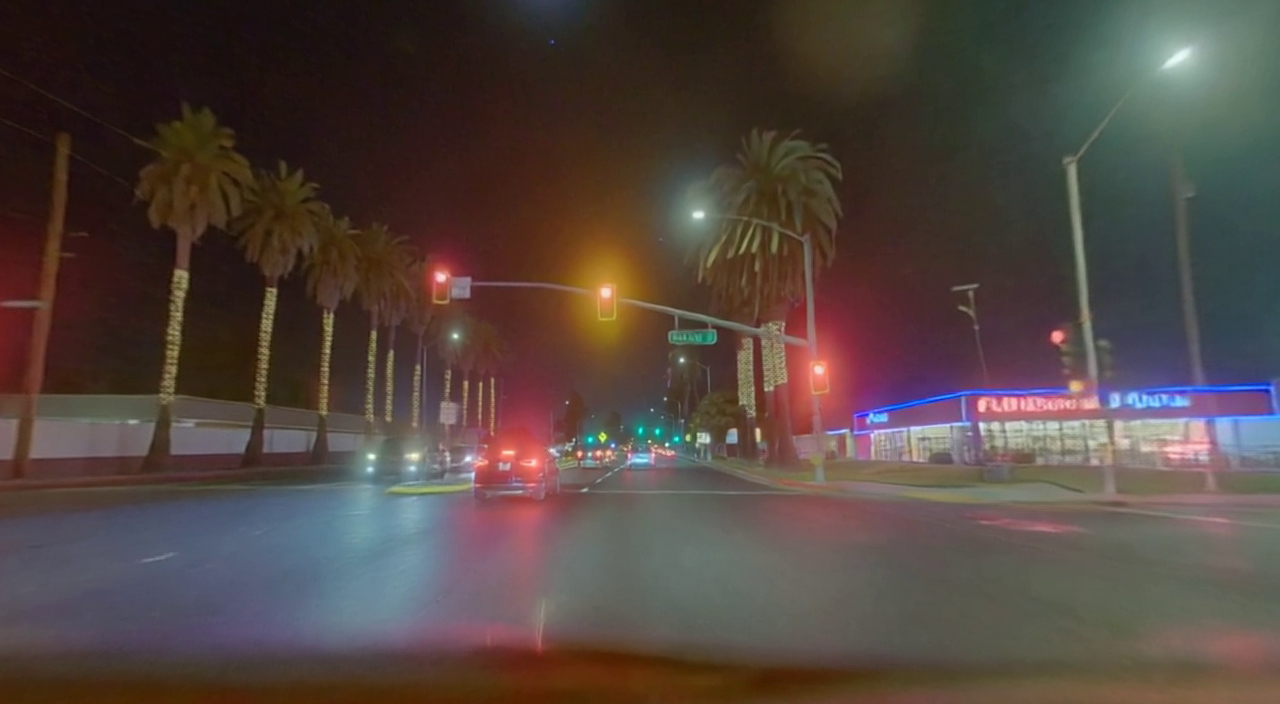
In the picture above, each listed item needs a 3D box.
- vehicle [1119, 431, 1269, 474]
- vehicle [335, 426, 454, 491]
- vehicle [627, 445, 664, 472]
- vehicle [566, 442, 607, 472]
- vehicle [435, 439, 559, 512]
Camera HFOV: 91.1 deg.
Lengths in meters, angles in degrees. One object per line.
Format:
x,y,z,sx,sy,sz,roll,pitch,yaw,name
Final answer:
22.853,4.148,26.027,4.415,1.622,1.955,-8,-12,44,vehicle
-8.267,3.630,21.743,2.058,1.929,5.123,-1,-8,0,vehicle
0.312,6.381,37.958,2.094,1.496,4.070,0,-8,0,vehicle
-3.012,6.020,36.338,1.979,1.634,3.957,0,-8,1,vehicle
-3.292,2.908,15.427,1.904,1.513,4.410,0,-8,2,vehicle
